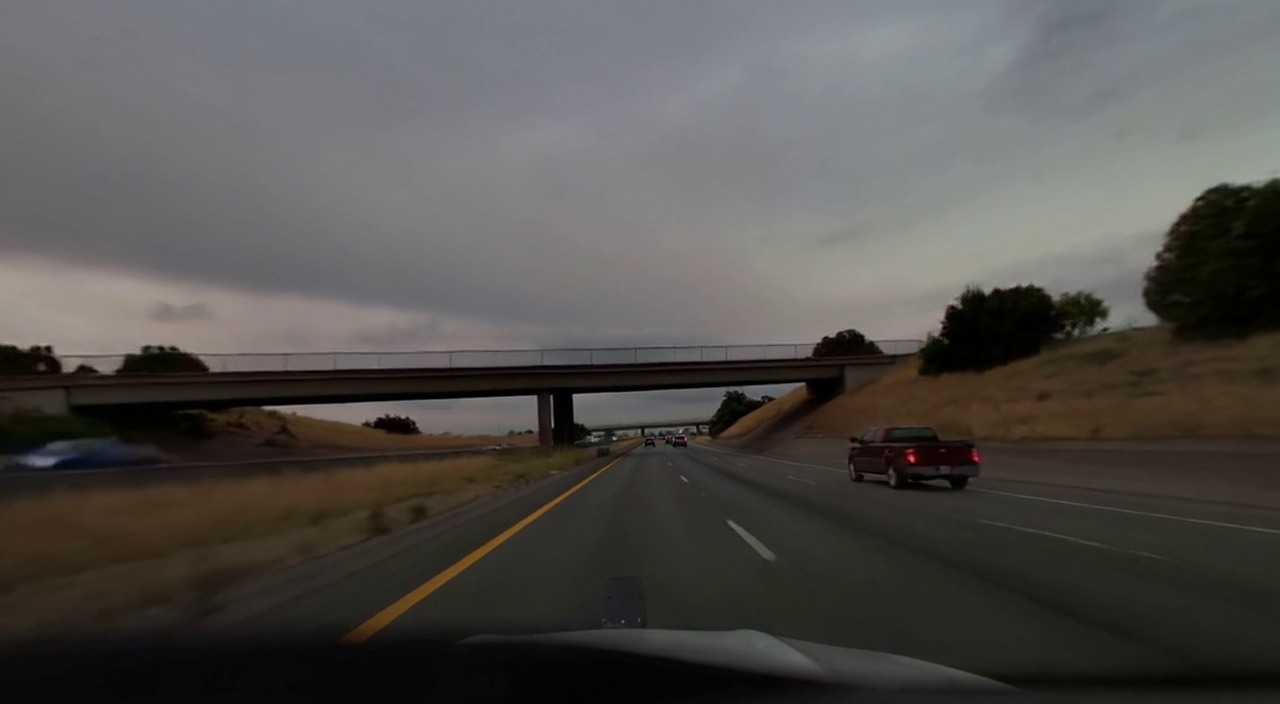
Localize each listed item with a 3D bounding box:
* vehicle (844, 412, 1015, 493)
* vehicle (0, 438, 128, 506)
[{"bbox_3d":[8.182,2.934,18.583,2.362,2.037,5.409,0,-8,-1],"label":"vehicle"},{"bbox_3d":[-17.180,3.247,17.253,1.910,1.704,5.056,0,-8,0],"label":"vehicle"}]
